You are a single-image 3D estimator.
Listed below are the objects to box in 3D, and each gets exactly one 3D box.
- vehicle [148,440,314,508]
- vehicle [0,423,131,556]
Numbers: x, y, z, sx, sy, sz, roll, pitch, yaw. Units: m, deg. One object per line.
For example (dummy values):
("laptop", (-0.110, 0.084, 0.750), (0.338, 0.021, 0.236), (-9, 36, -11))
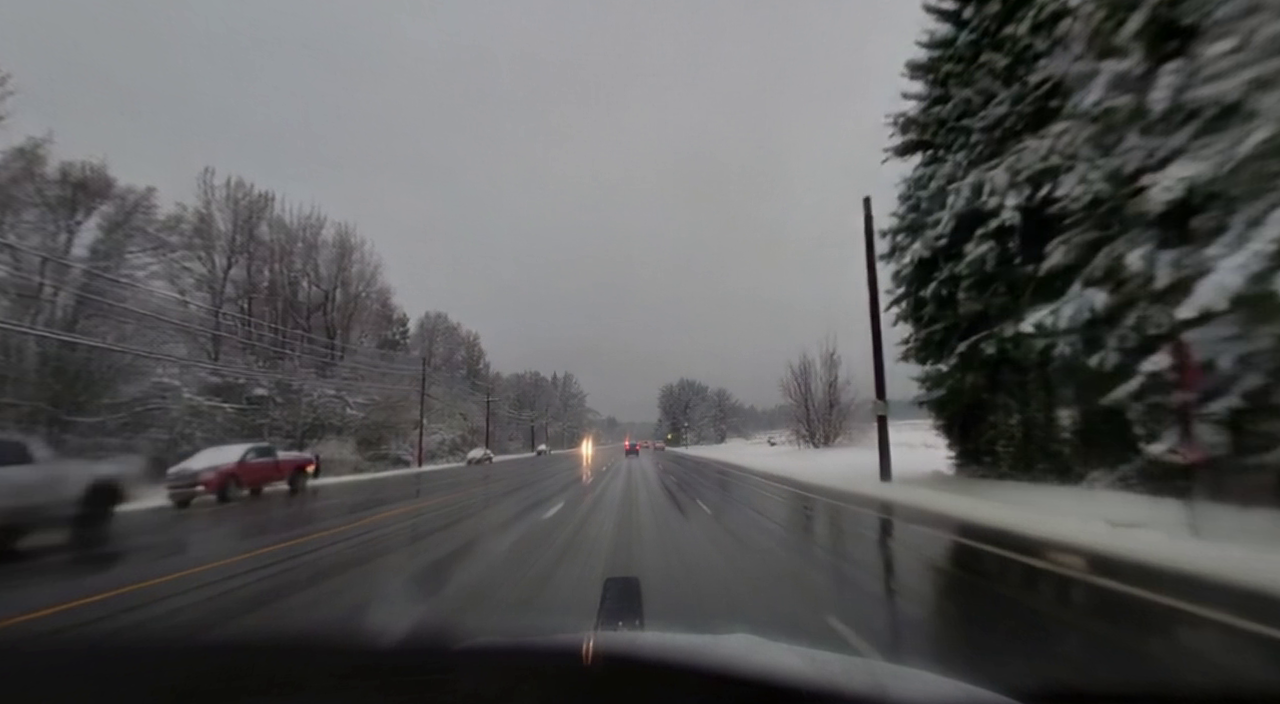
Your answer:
("vehicle", (-14.369, 4.235, 22.780), (2.251, 1.972, 5.672), (-3, -8, 0))
("vehicle", (-9.872, 1.889, 8.311), (2.110, 1.811, 5.190), (-3, -9, -1))
